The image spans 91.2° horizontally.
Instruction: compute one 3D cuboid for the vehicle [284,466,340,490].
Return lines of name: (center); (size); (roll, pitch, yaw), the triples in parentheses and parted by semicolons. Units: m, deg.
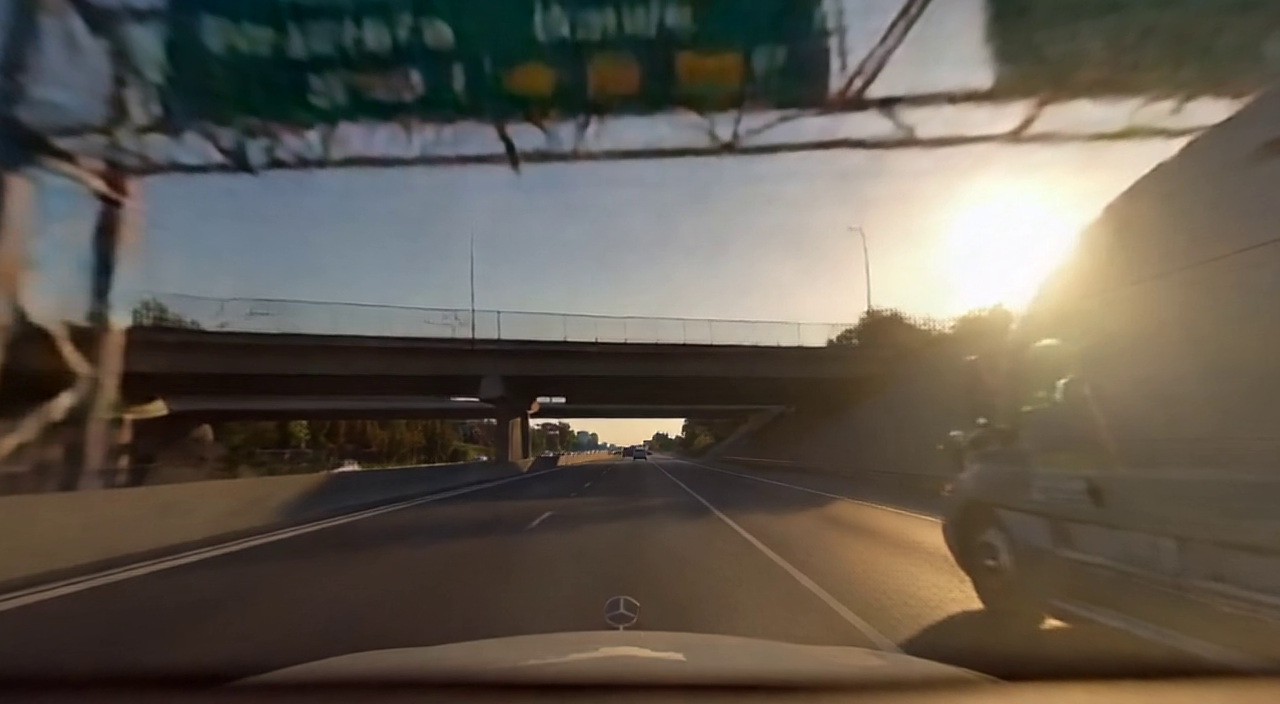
vehicle: (-22.672, 8.694, 43.473); (1.803, 1.447, 3.820); (0, -9, 1)
